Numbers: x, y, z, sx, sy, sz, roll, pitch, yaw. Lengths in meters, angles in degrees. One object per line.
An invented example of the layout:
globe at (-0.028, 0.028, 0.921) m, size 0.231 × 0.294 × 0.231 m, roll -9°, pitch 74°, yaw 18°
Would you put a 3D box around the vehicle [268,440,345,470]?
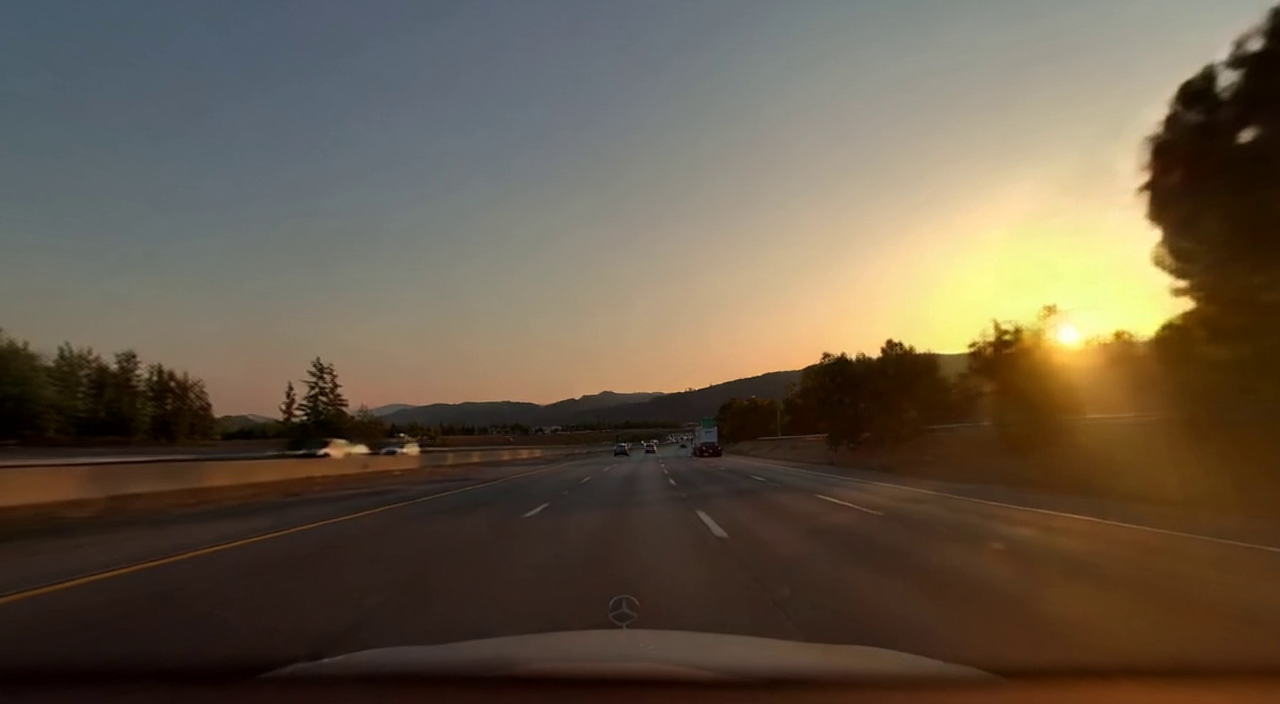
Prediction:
vehicle at (-24.246, 7.502, 46.152) m, size 2.483 × 2.062 × 5.625 m, roll 0°, pitch -9°, yaw 0°
